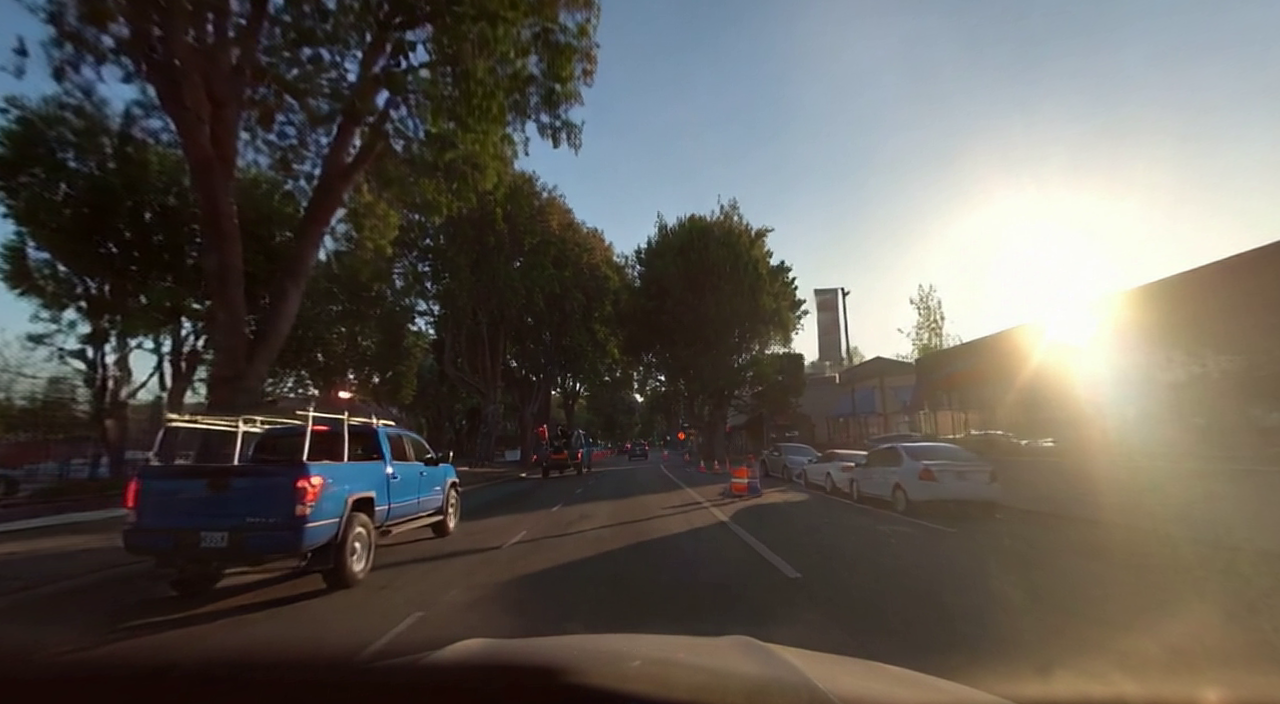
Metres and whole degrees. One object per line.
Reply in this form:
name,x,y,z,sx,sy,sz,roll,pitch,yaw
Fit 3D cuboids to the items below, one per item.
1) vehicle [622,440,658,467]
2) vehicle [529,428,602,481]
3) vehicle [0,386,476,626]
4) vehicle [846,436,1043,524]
vehicle,-0.074,7.107,44.304,2.413,1.748,4.406,0,-8,-2
vehicle,-3.124,4.475,27.813,2.424,2.063,5.678,0,-8,1
vehicle,-3.590,1.474,7.002,2.327,1.775,4.430,0,-8,0
vehicle,6.055,2.567,13.339,2.045,1.505,4.615,-1,-8,3
